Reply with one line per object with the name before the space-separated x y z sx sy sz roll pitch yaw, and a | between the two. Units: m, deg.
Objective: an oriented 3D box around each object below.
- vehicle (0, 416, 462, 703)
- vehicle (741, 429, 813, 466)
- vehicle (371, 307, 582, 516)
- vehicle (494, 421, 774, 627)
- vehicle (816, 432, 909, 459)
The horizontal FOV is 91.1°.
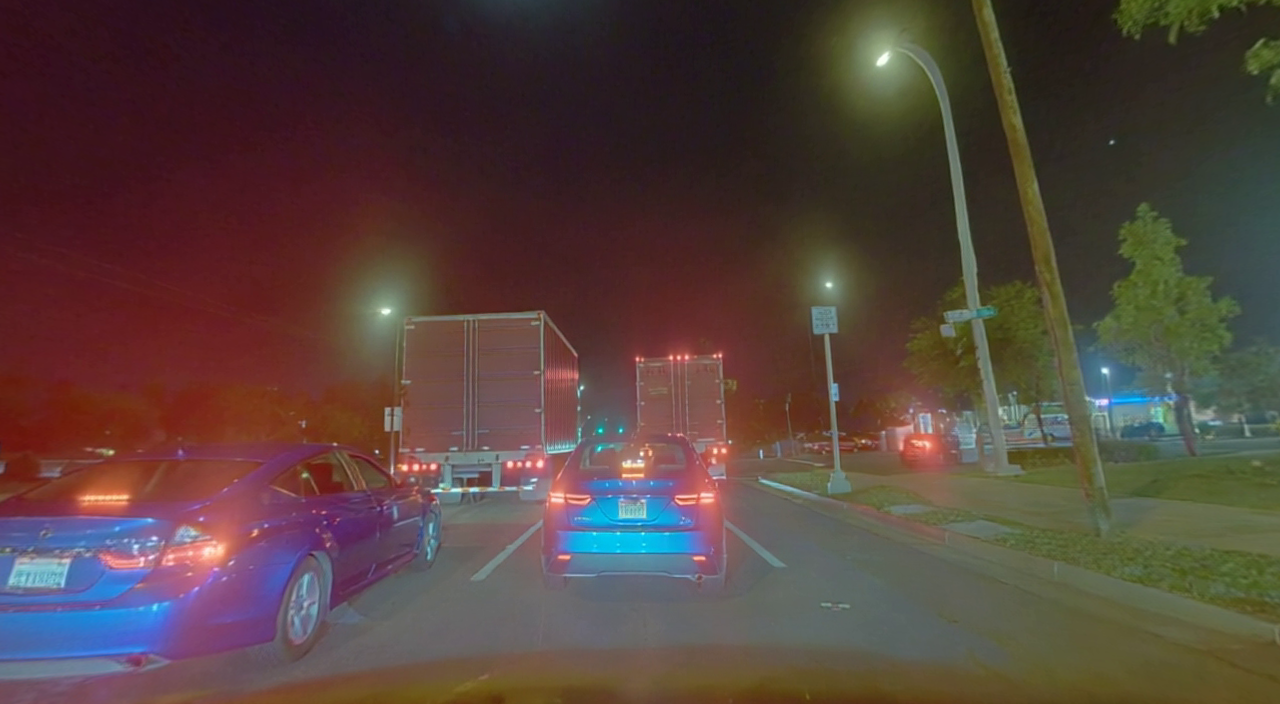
vehicle | -3.096 1.366 5.170 1.969 1.471 4.378 0 -8 0
vehicle | 7.254 5.128 33.819 2.061 1.845 4.829 1 -9 -10
vehicle | -3.264 1.562 14.962 3.020 3.800 7.105 0 -8 0
vehicle | -0.098 1.580 6.782 2.067 1.506 4.118 0 -8 -2
vehicle | 12.631 5.340 35.825 4.574 1.478 1.880 -1 -8 3
